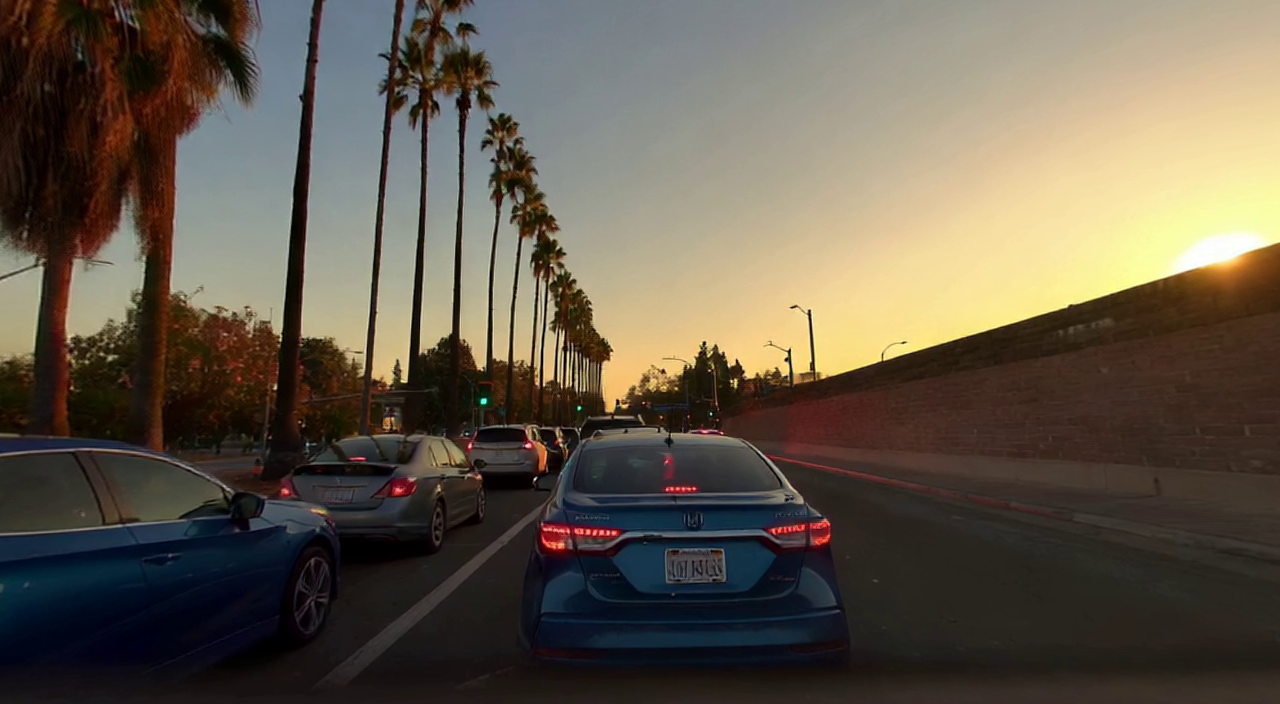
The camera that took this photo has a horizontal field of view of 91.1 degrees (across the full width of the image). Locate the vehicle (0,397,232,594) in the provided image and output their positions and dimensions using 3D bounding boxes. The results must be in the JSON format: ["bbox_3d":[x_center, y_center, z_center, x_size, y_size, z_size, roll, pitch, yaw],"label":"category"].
[{"bbox_3d":[-6.671,1.393,6.399,1.963,1.721,4.662,0,-8,-2],"label":"vehicle"}]

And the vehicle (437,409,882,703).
[{"bbox_3d":[0.045,1.333,5.213,2.128,1.473,4.272,0,-8,-2],"label":"vehicle"}]

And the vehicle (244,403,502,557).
[{"bbox_3d":[-3.510,1.769,9.301,2.055,1.746,4.136,0,-8,-1],"label":"vehicle"}]
